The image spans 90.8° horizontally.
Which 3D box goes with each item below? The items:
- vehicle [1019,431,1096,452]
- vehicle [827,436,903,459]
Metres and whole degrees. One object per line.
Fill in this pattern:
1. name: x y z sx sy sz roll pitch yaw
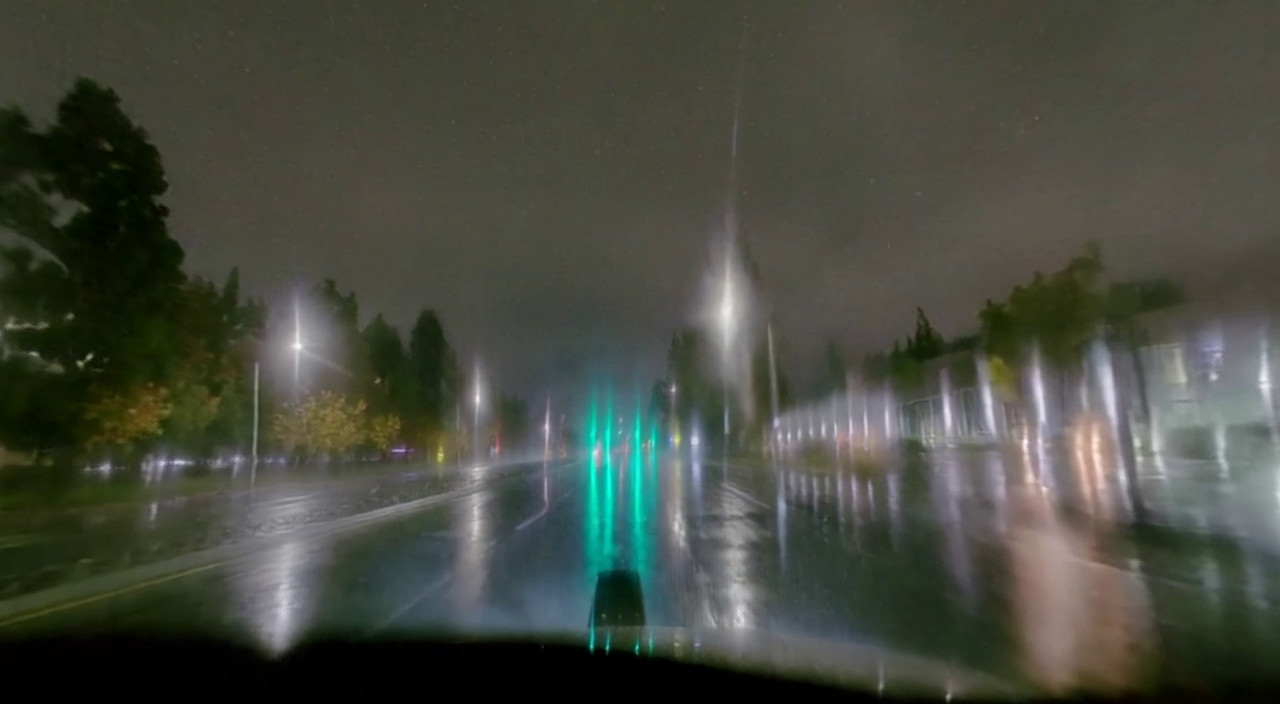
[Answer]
1. vehicle: 30.167 6.466 45.749 4.324 1.472 1.711 0 -8 -1
2. vehicle: 17.243 7.356 48.566 4.938 1.729 2.098 0 -9 -4
